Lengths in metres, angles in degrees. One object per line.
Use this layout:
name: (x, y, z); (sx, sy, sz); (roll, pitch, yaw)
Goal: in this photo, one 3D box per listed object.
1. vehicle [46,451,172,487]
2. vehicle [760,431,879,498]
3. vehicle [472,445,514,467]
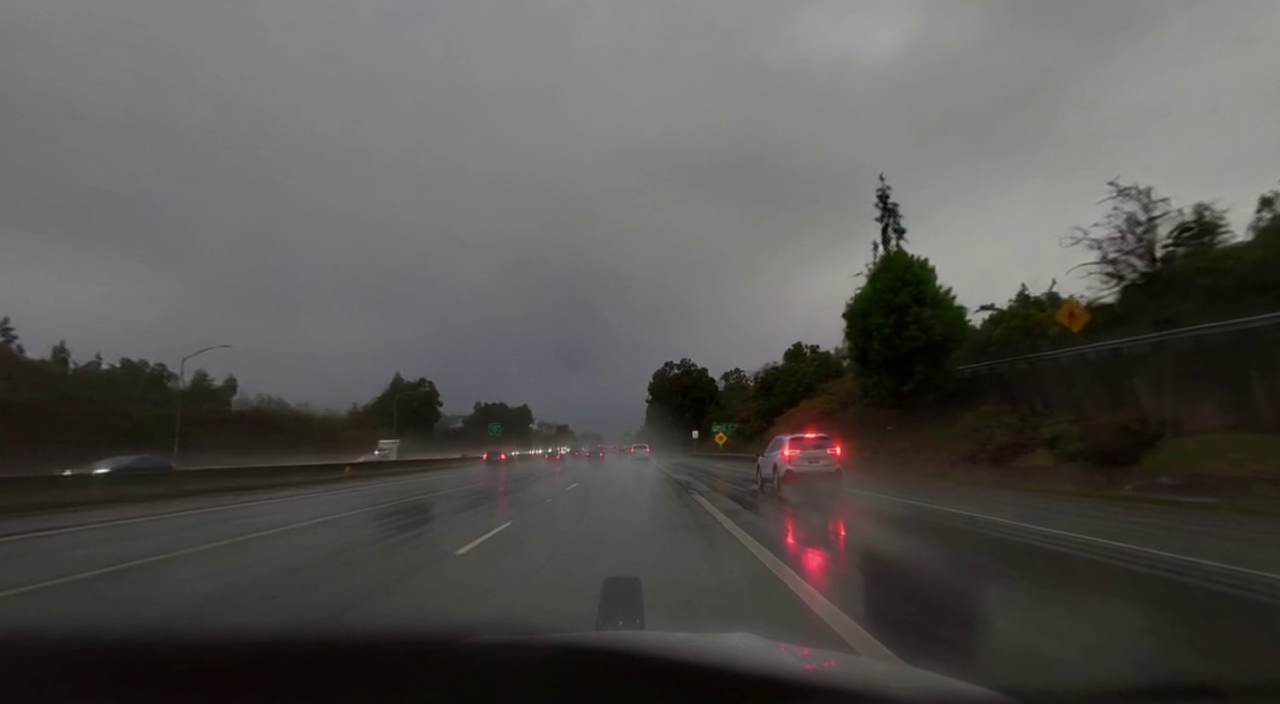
vehicle: (-24.515, 5.374, 29.335); (1.899, 1.527, 4.512); (0, -9, 1)
vehicle: (5.405, 3.466, 19.816); (2.259, 1.816, 4.862); (0, -9, 0)
vehicle: (-11.270, 8.000, 48.596); (2.107, 1.628, 4.446); (0, -9, 1)
